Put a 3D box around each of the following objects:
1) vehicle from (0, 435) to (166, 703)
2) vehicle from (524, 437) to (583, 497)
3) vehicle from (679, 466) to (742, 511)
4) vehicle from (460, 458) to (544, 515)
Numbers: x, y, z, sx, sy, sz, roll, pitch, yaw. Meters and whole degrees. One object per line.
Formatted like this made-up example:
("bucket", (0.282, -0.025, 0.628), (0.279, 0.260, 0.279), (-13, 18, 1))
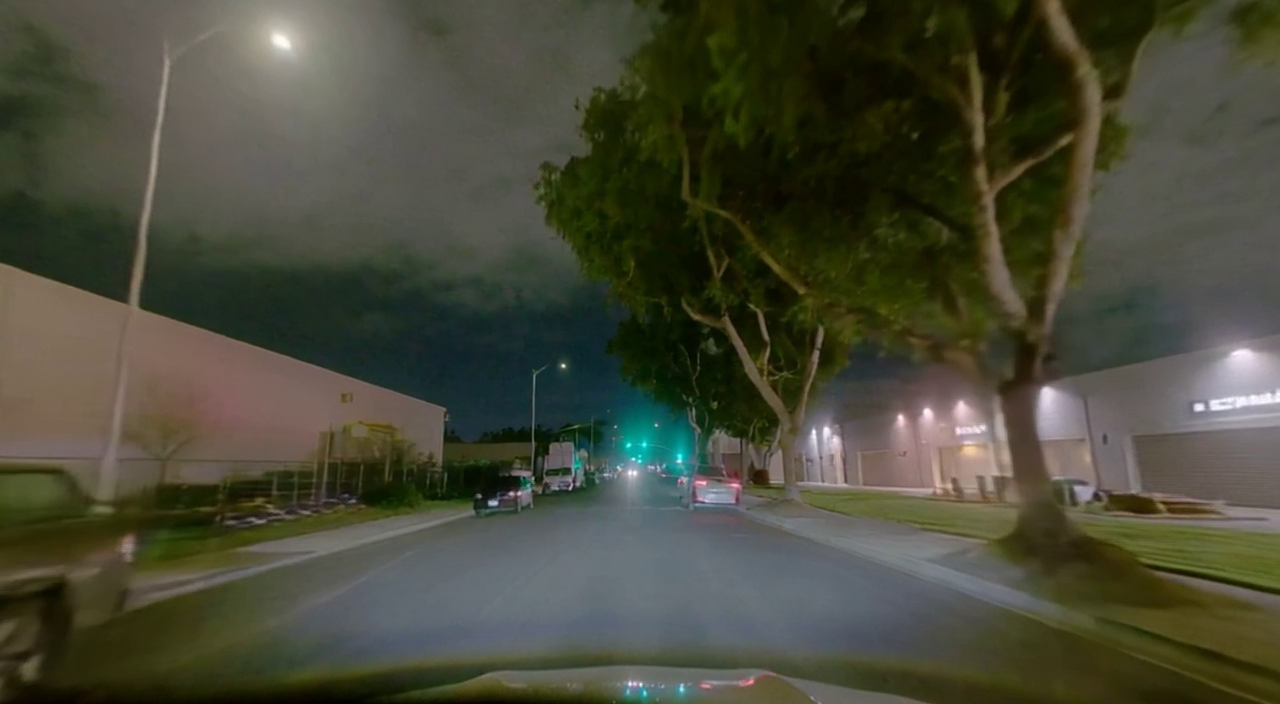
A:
("vehicle", (-4.426, 1.077, 2.227), (1.927, 1.580, 4.556), (-1, -9, 0))
("vehicle", (-4.259, 5.886, 32.102), (2.242, 2.726, 5.581), (1, -11, -1))
("vehicle", (2.477, 4.954, 23.148), (1.819, 1.446, 3.909), (1, -11, -1))
("vehicle", (-4.318, 4.293, 20.302), (1.835, 1.625, 3.674), (1, -11, 1))
